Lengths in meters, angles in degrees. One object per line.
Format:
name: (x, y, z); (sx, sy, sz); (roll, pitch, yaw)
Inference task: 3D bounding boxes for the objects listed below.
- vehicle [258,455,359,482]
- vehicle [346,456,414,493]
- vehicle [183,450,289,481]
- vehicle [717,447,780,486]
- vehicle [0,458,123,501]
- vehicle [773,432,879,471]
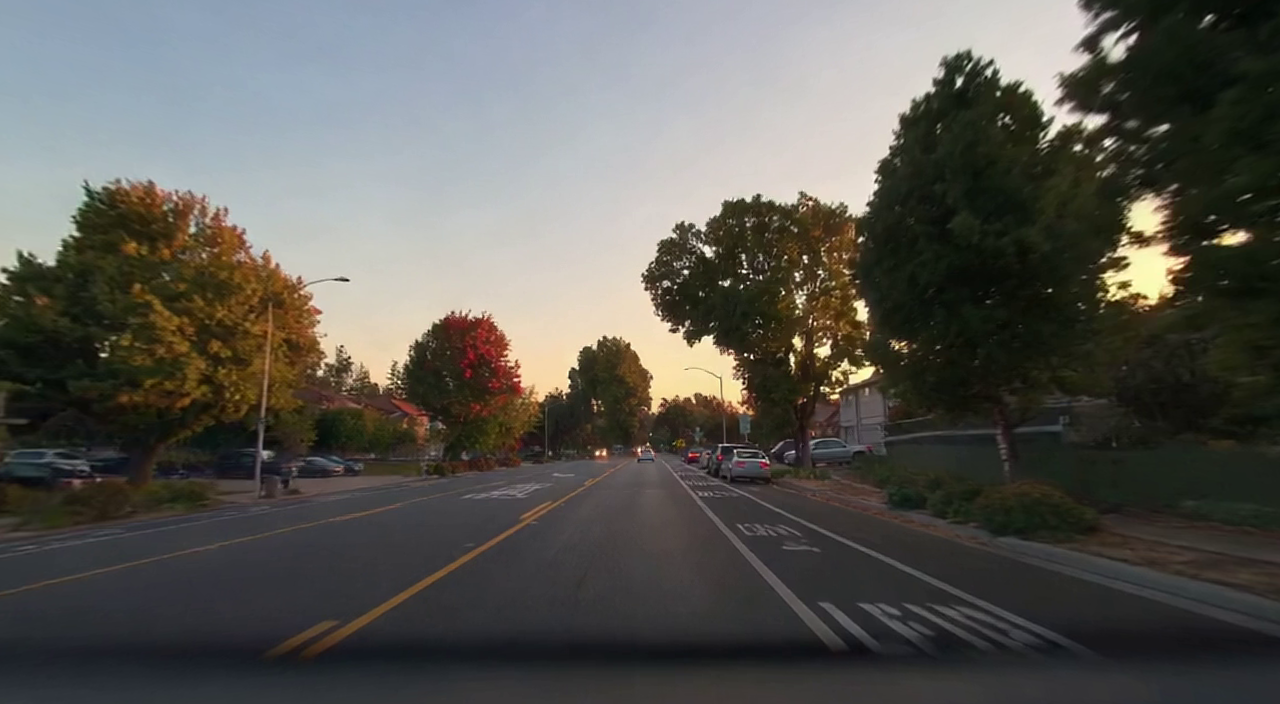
vehicle: (-19.461, 6.872, 37.114); (4.833, 1.500, 1.896); (0, -9, -1)
vehicle: (-12.742, 5.989, 31.107); (1.879, 1.491, 3.678); (-3, -7, -1)
vehicle: (-25.104, 7.051, 39.236); (5.153, 1.806, 2.136); (0, -9, 1)
vehicle: (4.550, 4.861, 27.027); (1.918, 1.510, 4.323); (0, -9, 0)
vehicle: (-22.858, 4.787, 23.898); (4.640, 1.490, 2.052); (0, -9, 2)
vehicle: (11.073, 5.926, 37.713); (5.561, 1.953, 2.150); (-3, -8, -1)
